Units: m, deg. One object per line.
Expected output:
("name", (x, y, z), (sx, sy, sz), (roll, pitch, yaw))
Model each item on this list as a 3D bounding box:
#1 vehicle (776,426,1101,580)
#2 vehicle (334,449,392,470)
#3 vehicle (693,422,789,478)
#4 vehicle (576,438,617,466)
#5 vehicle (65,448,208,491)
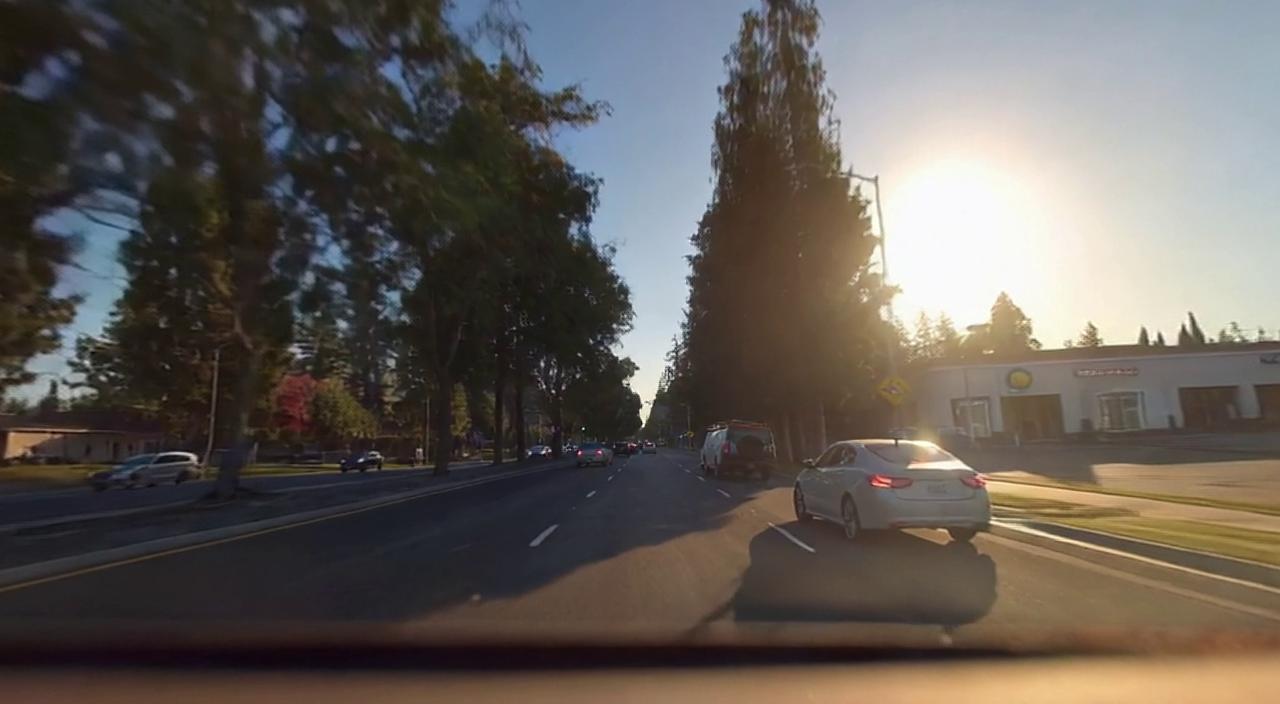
("vehicle", (3.407, 1.813, 8.510), (2.095, 1.475, 4.686), (0, -8, 0))
("vehicle", (-20.776, 8.049, 47.447), (2.222, 1.472, 4.563), (0, -8, 1))
("vehicle", (4.218, 4.303, 27.952), (3.245, 2.199, 6.295), (0, -8, 0))
("vehicle", (-2.801, 6.538, 41.329), (2.250, 1.713, 4.422), (0, -8, 2))
("vehicle", (-21.775, 5.046, 27.579), (2.106, 1.660, 4.699), (-1, -8, 5))
